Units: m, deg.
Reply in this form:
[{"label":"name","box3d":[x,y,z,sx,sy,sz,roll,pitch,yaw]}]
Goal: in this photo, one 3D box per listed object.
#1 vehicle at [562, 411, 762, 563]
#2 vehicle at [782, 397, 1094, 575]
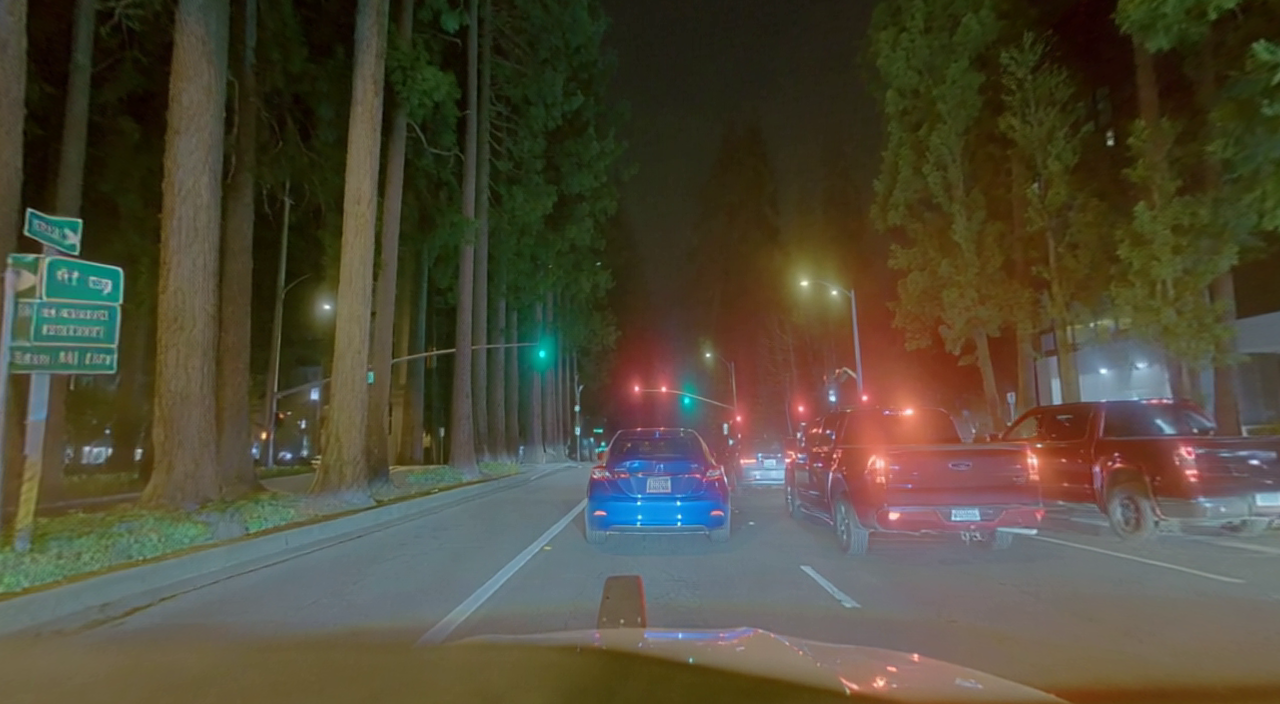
[{"label":"vehicle","box3d":[0.249,1.778,8.965,2.168,1.641,4.039,0,-8,0]},{"label":"vehicle","box3d":[3.391,1.628,8.366,2.099,1.725,4.290,0,-8,2]}]
